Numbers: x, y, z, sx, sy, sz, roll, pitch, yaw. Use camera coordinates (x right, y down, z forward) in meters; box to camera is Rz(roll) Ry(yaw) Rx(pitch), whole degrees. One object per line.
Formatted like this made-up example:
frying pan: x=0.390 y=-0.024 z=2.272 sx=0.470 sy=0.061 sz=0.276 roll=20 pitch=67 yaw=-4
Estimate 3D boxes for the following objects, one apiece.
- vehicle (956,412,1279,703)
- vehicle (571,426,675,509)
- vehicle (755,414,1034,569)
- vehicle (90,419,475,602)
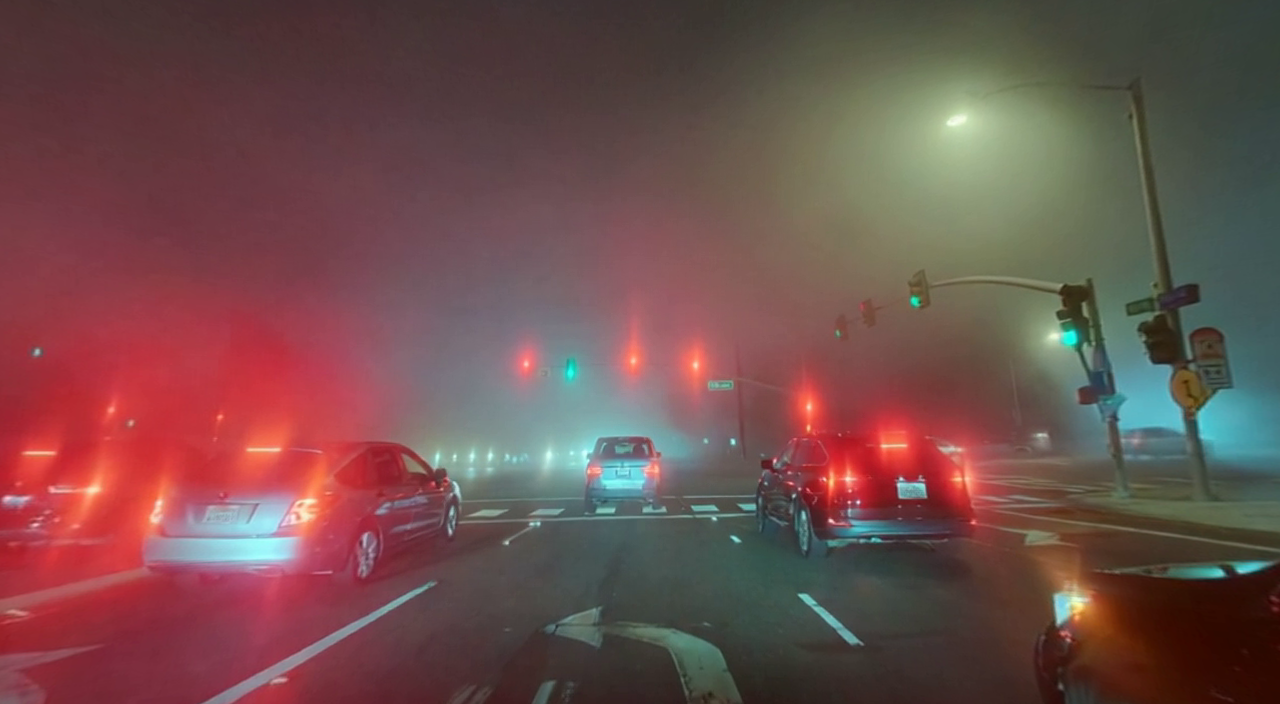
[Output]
vehicle: x=3.228 y=0.941 z=2.193 sx=1.960 sy=1.460 sz=4.233 roll=0 pitch=-8 yaw=-1
vehicle: x=-0.366 y=2.751 z=15.467 sx=2.215 sy=1.749 sz=3.976 roll=0 pitch=-8 yaw=0
vehicle: x=3.269 y=1.881 z=9.342 sx=2.097 sy=1.707 sz=4.461 roll=0 pitch=-8 yaw=-2
vehicle: x=-3.538 y=1.637 z=7.462 sx=1.941 sy=1.492 sz=4.399 roll=0 pitch=-8 yaw=1
